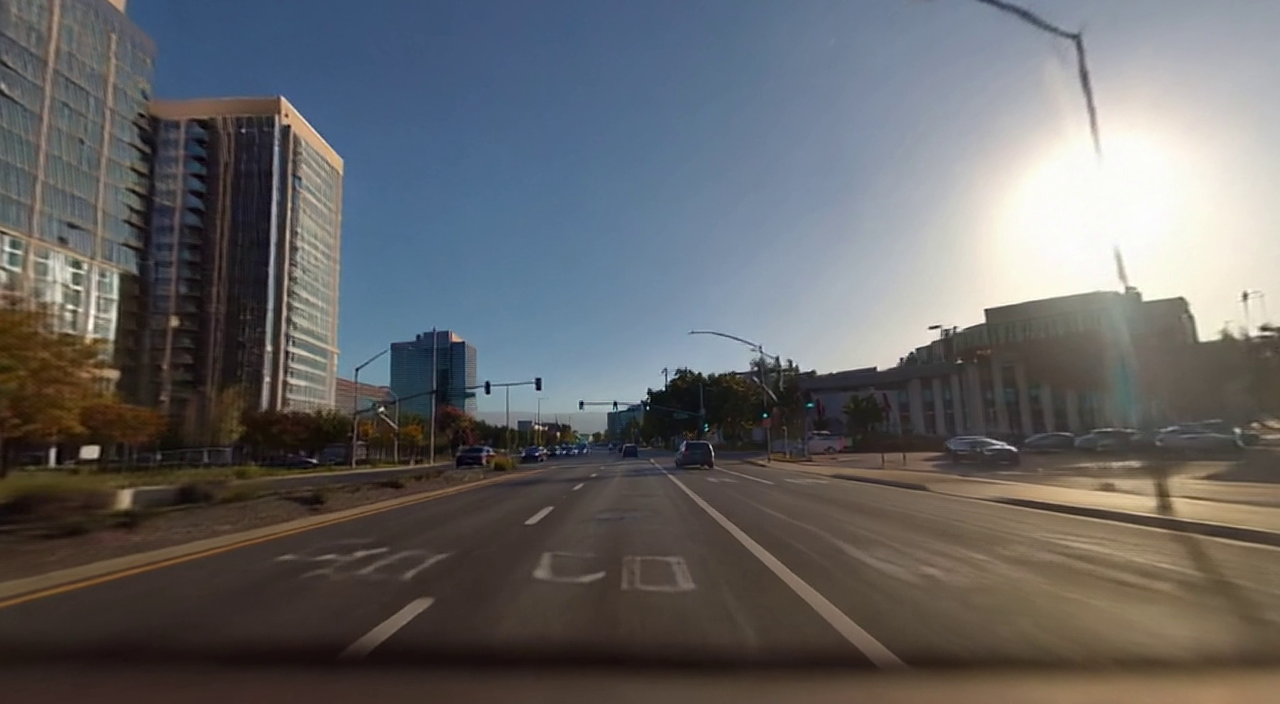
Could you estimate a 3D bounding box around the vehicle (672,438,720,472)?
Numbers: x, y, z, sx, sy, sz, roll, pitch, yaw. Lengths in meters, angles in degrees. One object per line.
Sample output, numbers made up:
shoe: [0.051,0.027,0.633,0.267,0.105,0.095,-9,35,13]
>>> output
vehicle: [3.015,5.661,34.925,2.069,1.761,4.610,0,-9,-2]

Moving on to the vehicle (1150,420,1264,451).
vehicle: [34.262,5.072,38.276,4.842,1.770,2.089,0,-9,0]

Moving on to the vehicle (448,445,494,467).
vehicle: [-12.243,7.570,46.194,2.005,1.493,4.682,0,-9,1]

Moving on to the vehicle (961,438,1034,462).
vehicle: [22.493,6.164,39.834,3.536,1.412,1.727,0,-9,-1]
